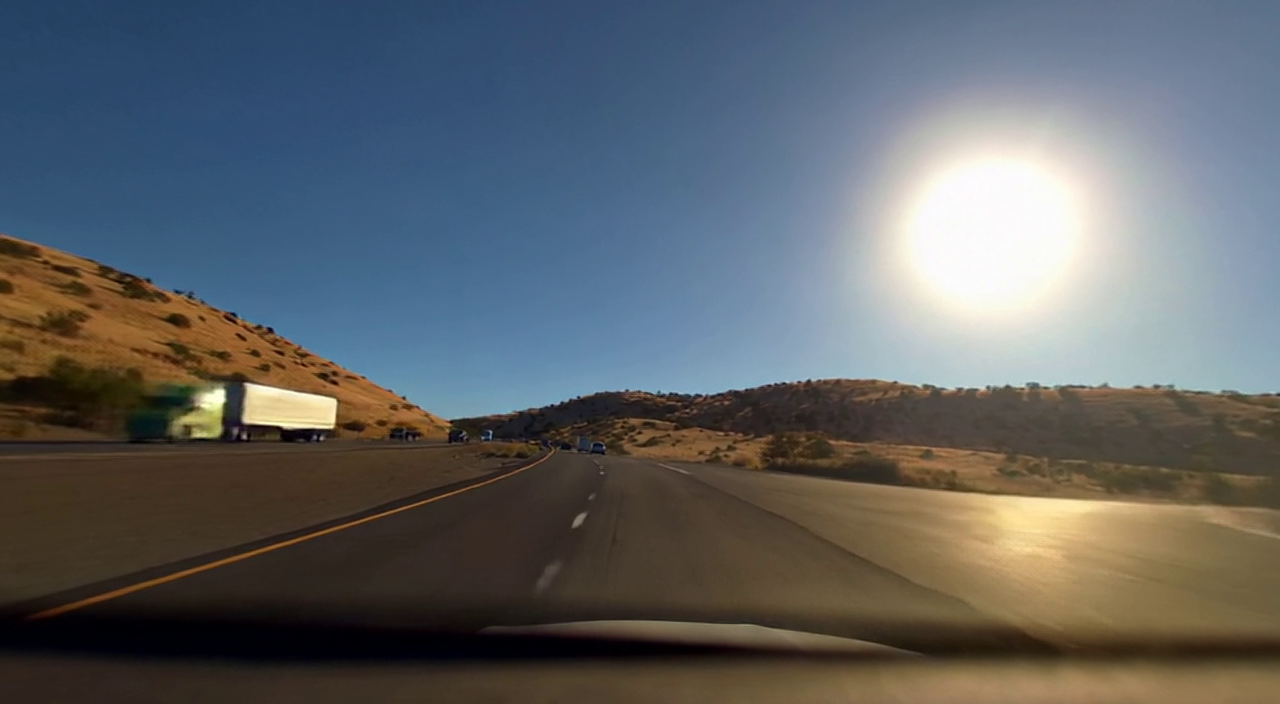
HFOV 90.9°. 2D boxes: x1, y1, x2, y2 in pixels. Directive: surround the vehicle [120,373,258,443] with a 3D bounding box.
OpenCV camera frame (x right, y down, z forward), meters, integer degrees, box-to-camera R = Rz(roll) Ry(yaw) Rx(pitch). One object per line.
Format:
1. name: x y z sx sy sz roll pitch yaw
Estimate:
1. vehicle: -28.565 3.838 40.570 3.019 3.990 8.225 1 -9 -3
